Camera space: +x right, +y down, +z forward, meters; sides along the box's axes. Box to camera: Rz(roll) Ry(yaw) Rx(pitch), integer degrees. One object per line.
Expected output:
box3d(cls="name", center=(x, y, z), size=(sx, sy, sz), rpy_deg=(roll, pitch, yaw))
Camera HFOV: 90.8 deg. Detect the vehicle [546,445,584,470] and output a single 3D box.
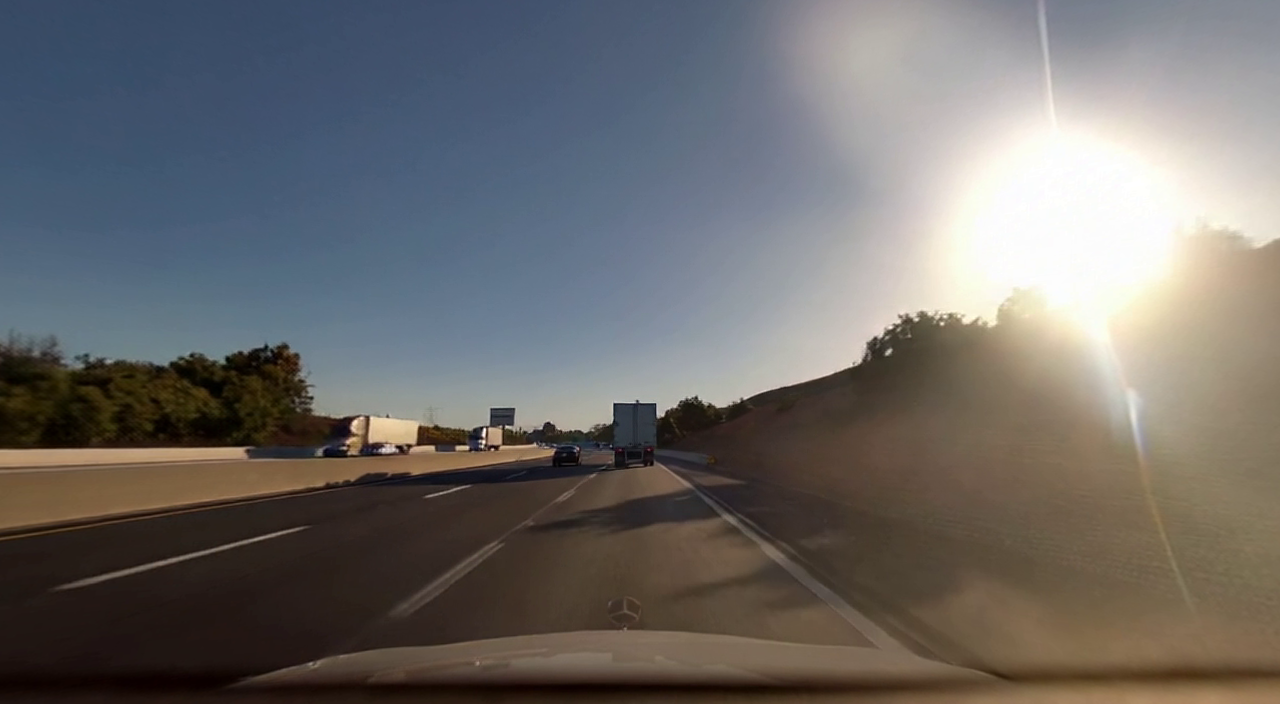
box3d(cls="vehicle", center=(-4.709, 6.695, 40.336), size=(1.892, 1.471, 5.047), rpy_deg=(0, -9, -1))
